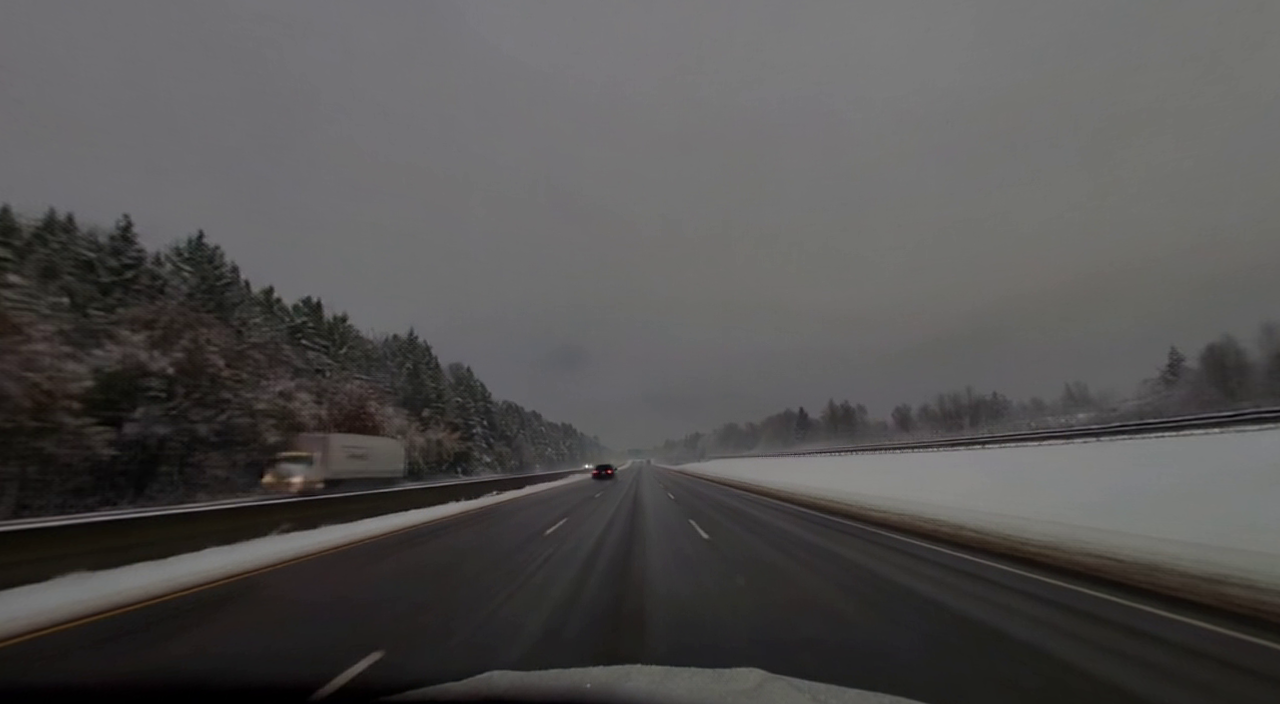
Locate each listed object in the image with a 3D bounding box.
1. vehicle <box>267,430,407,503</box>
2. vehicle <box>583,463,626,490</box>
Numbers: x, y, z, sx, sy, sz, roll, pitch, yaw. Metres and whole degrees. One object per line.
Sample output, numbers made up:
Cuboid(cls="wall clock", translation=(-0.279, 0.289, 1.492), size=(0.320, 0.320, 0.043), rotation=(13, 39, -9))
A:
Cuboid(cls="vehicle", translation=(-17.051, 6.658, 36.650), size=(2.931, 3.579, 10.281), rotation=(1, -10, 0))
Cuboid(cls="vehicle", translation=(-1.993, 7.304, 37.012), size=(2.183, 1.435, 4.653), rotation=(0, -10, 0))
